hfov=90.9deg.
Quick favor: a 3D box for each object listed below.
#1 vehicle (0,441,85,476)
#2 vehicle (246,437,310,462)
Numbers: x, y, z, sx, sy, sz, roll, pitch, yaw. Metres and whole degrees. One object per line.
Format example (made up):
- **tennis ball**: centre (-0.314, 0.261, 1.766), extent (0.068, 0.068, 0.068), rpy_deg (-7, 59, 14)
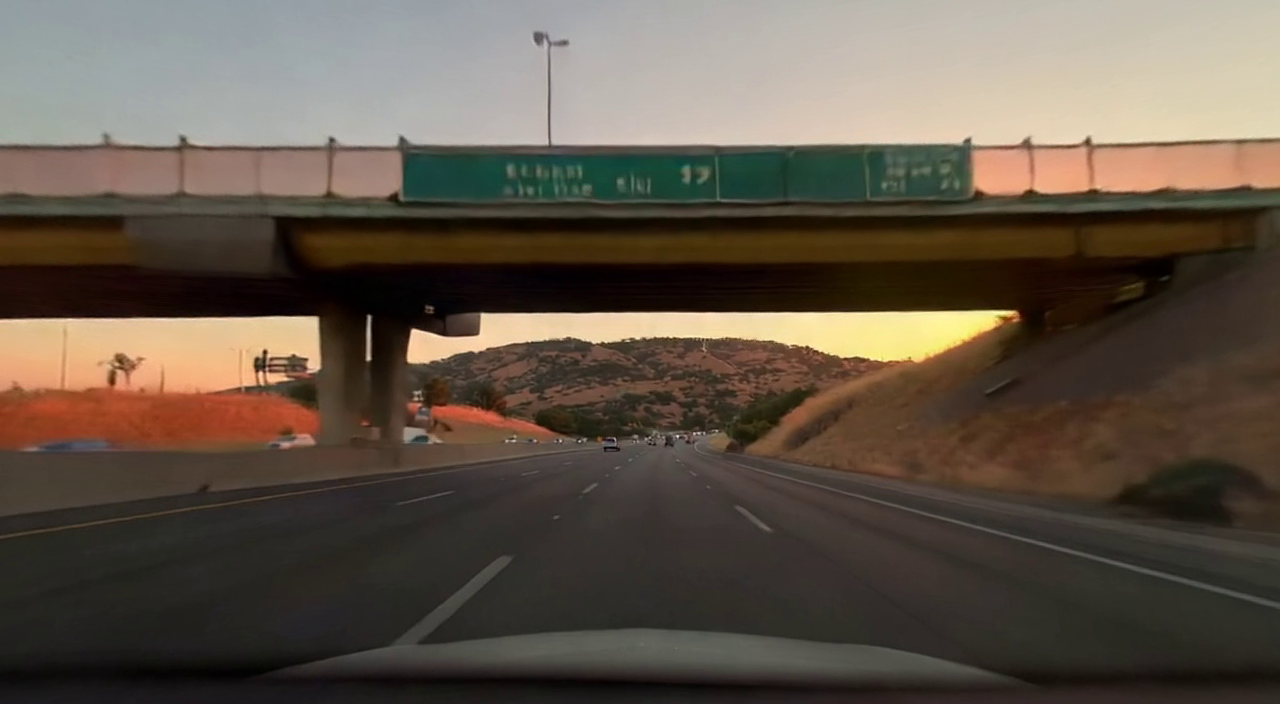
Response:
- **vehicle**: centre (-28.250, 4.773, 28.528), extent (1.861, 1.478, 4.806), rpy_deg (0, -9, 0)
- **vehicle**: centre (-28.055, 7.577, 49.052), extent (1.986, 1.769, 4.812), rpy_deg (0, -9, 1)
